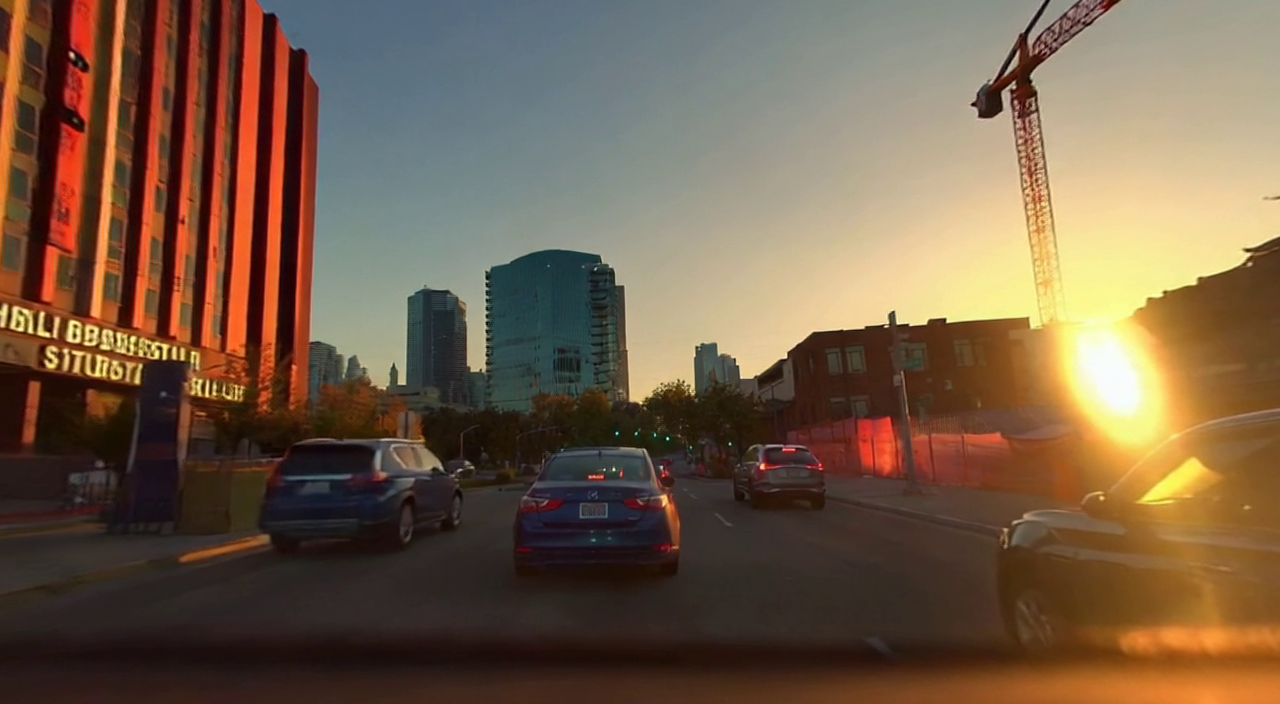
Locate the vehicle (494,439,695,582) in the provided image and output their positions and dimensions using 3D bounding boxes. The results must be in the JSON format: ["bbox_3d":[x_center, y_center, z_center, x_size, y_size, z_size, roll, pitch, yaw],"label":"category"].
[{"bbox_3d":[-0.447,2.000,8.857,2.131,1.496,4.193,0,-9,1],"label":"vehicle"}]

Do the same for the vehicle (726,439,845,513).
[{"bbox_3d":[3.937,3.440,18.152,2.185,1.797,4.934,0,-9,-1],"label":"vehicle"}]

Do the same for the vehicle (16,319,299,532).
[{"bbox_3d":[-9.109,1.476,12.457,2.592,3.548,3.414,-2,-9,3],"label":"vehicle"}]

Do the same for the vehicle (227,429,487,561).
[{"bbox_3d":[-4.216,2.190,10.432,2.201,1.691,4.305,0,-9,1],"label":"vehicle"}]

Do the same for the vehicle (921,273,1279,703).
[{"bbox_3d":[3.409,0.742,2.546,2.182,1.954,5.341,0,-9,2],"label":"vehicle"}]
